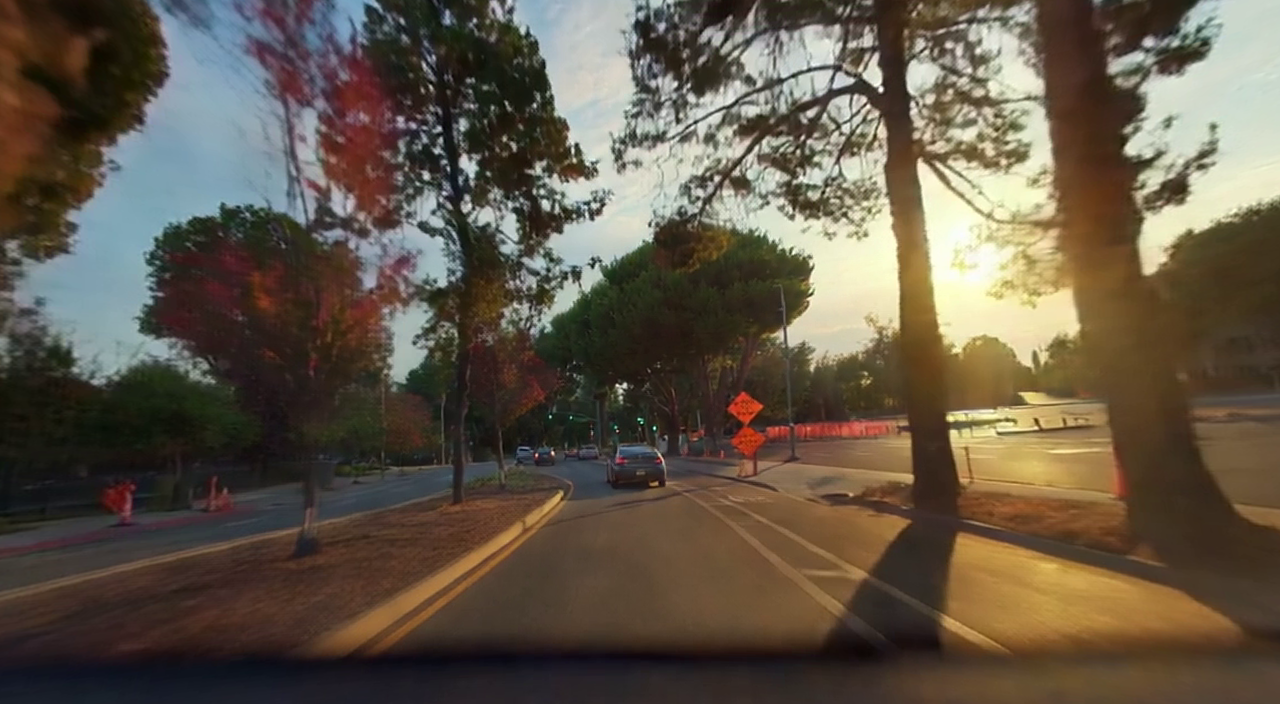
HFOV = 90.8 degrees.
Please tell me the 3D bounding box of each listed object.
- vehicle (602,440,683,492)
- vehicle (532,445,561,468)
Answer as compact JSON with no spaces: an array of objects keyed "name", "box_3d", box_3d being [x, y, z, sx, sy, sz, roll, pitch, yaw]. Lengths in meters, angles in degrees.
[{"name":"vehicle","box_3d":[-0.057,3.700,20.869,2.266,1.508,4.430,1,-9,-5]},{"name":"vehicle","box_3d":[-7.136,7.954,48.139,2.077,1.665,4.206,1,-9,-9]}]
